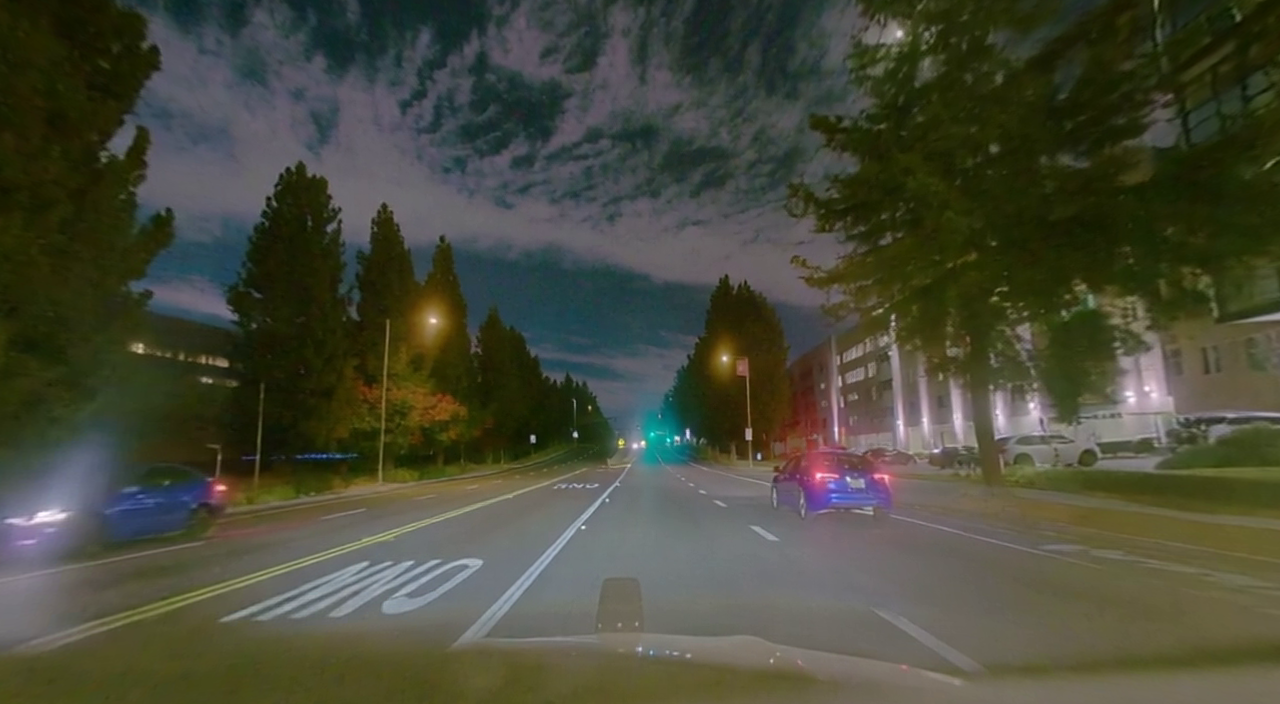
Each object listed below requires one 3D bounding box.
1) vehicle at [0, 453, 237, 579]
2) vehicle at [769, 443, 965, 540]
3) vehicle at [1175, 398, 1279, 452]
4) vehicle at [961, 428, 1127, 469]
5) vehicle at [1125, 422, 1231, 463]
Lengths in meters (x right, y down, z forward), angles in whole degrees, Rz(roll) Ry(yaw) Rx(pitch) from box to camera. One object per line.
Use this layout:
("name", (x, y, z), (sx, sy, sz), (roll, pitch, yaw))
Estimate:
("vehicle", (-9.509, 2.582, 10.837), (1.937, 1.624, 4.913), (0, -9, 0))
("vehicle", (4.034, 2.535, 12.204), (2.114, 1.493, 4.430), (0, -9, 0))
("vehicle", (30.022, 3.581, 30.538), (2.279, 2.416, 6.795), (0, -9, -1))
("vehicle", (19.151, 4.605, 30.255), (6.156, 1.801, 2.491), (-1, -9, 2))
("vehicle", (34.606, 5.851, 40.899), (2.369, 2.475, 5.128), (0, -8, 2))
